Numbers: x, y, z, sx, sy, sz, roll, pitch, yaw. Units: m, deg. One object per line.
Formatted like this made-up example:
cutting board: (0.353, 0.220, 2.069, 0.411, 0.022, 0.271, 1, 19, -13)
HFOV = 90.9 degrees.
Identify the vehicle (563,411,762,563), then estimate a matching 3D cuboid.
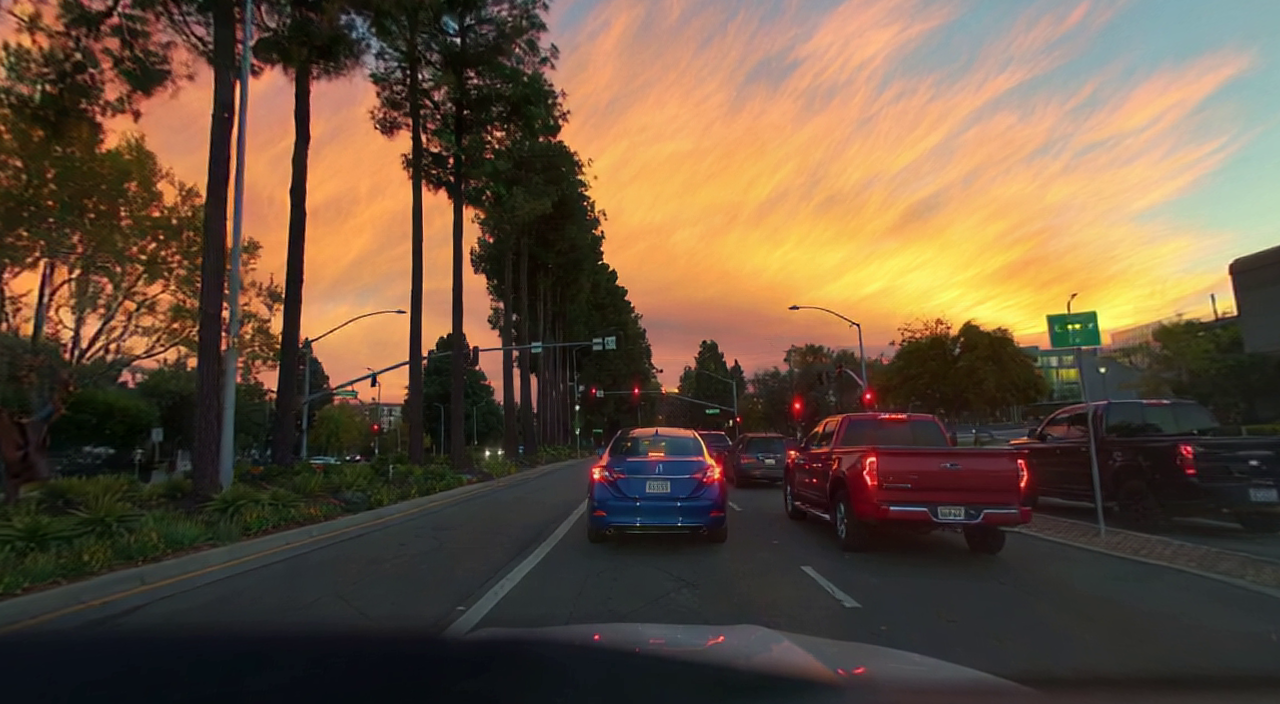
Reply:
vehicle: (0.247, 1.776, 8.968, 2.168, 1.641, 4.039, 0, -8, 0)

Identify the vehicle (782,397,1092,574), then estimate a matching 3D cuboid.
vehicle: (3.397, 1.630, 8.397, 2.099, 1.725, 4.290, 0, -8, 1)
